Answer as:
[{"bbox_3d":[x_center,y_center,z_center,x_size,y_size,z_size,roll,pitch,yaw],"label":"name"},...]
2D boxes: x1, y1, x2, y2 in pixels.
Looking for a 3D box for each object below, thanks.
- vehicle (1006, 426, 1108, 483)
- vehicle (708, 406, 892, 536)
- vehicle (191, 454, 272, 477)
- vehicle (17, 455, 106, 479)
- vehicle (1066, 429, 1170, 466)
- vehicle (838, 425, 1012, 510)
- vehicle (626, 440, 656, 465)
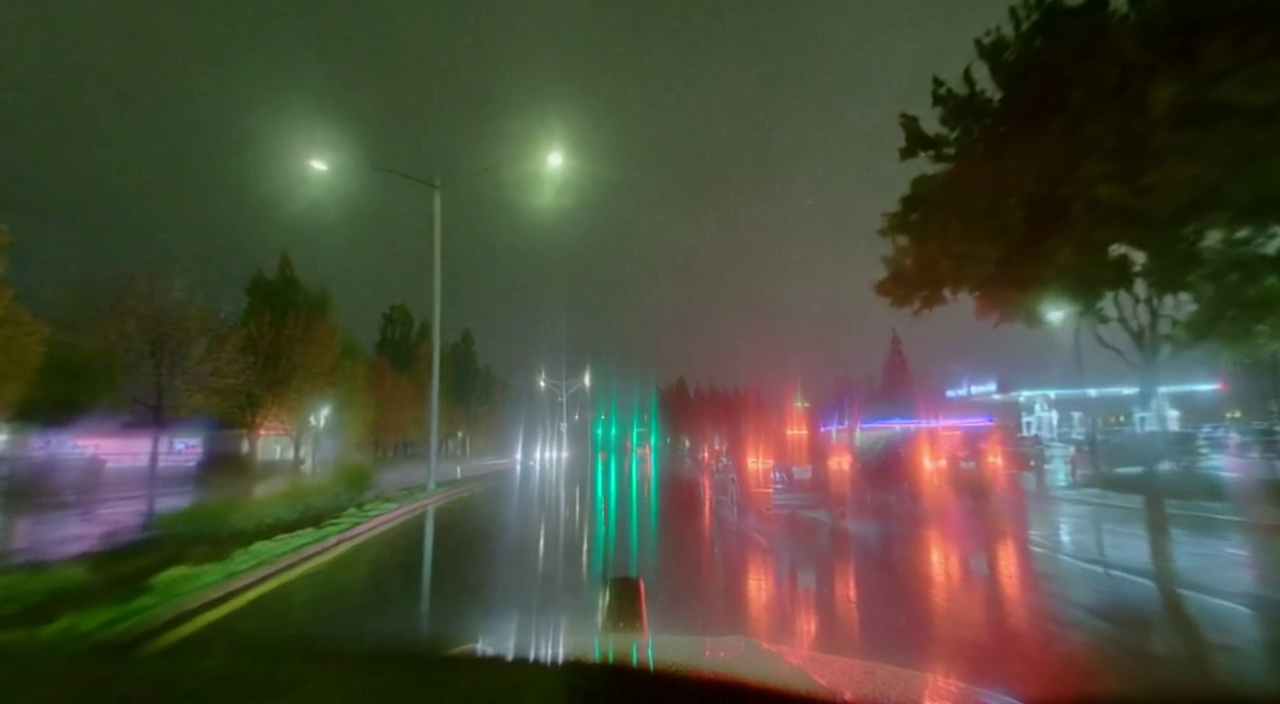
[{"bbox_3d":[15.701,3.812,23.680,4.816,1.882,2.059,8,-12,-44],"label":"vehicle"},{"bbox_3d":[2.670,2.145,11.977,2.038,1.917,4.900,0,-8,-2],"label":"vehicle"},{"bbox_3d":[-29.109,8.077,45.067,4.435,1.507,1.926,0,-8,1],"label":"vehicle"},{"bbox_3d":[-40.719,8.078,44.491,4.479,1.563,1.966,-1,-9,5],"label":"vehicle"},{"bbox_3d":[24.015,4.847,31.972,1.911,1.714,4.237,0,-9,0],"label":"vehicle"},{"bbox_3d":[6.756,2.783,15.707,2.025,1.765,4.729,0,-8,-1],"label":"vehicle"},{"bbox_3d":[0.046,7.143,45.026,2.101,1.707,3.904,0,-8,-1],"label":"vehicle"}]
